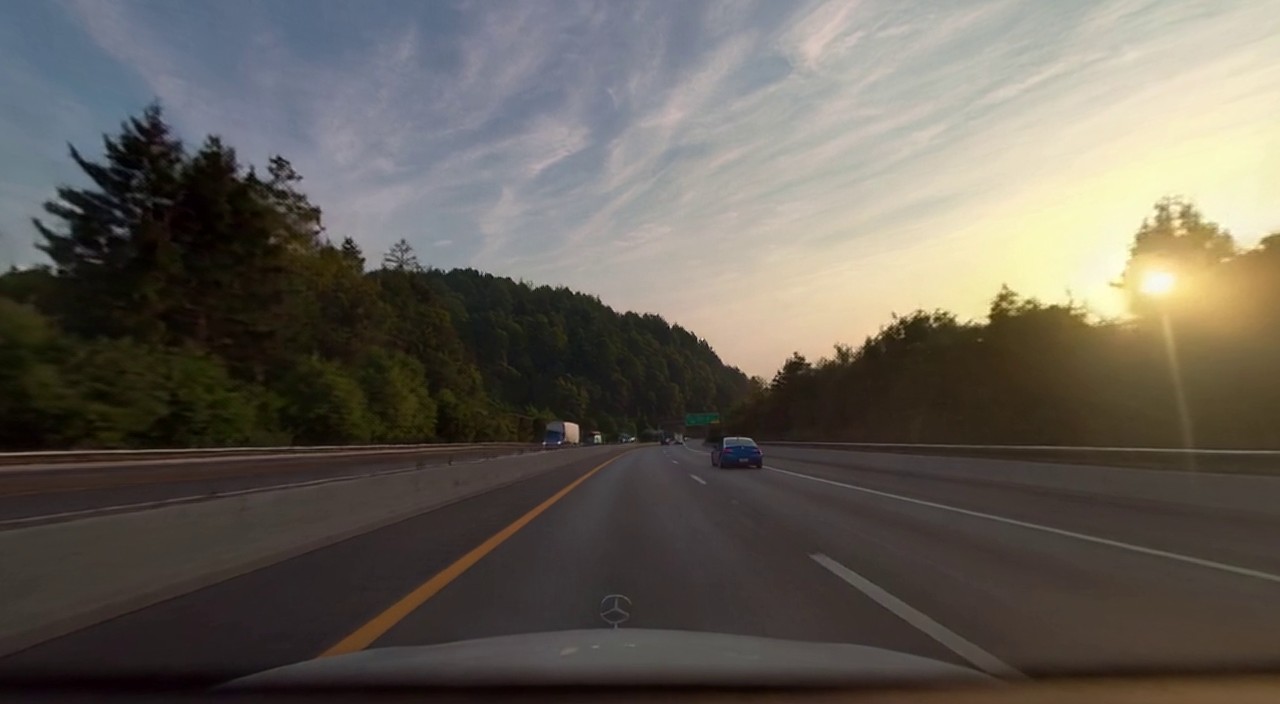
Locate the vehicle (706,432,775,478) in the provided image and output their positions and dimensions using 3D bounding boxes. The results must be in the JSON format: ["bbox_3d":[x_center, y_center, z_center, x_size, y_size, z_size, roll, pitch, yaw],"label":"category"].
[{"bbox_3d":[3.941,4.090,25.370,2.022,1.663,4.245,0,-8,-1],"label":"vehicle"}]
